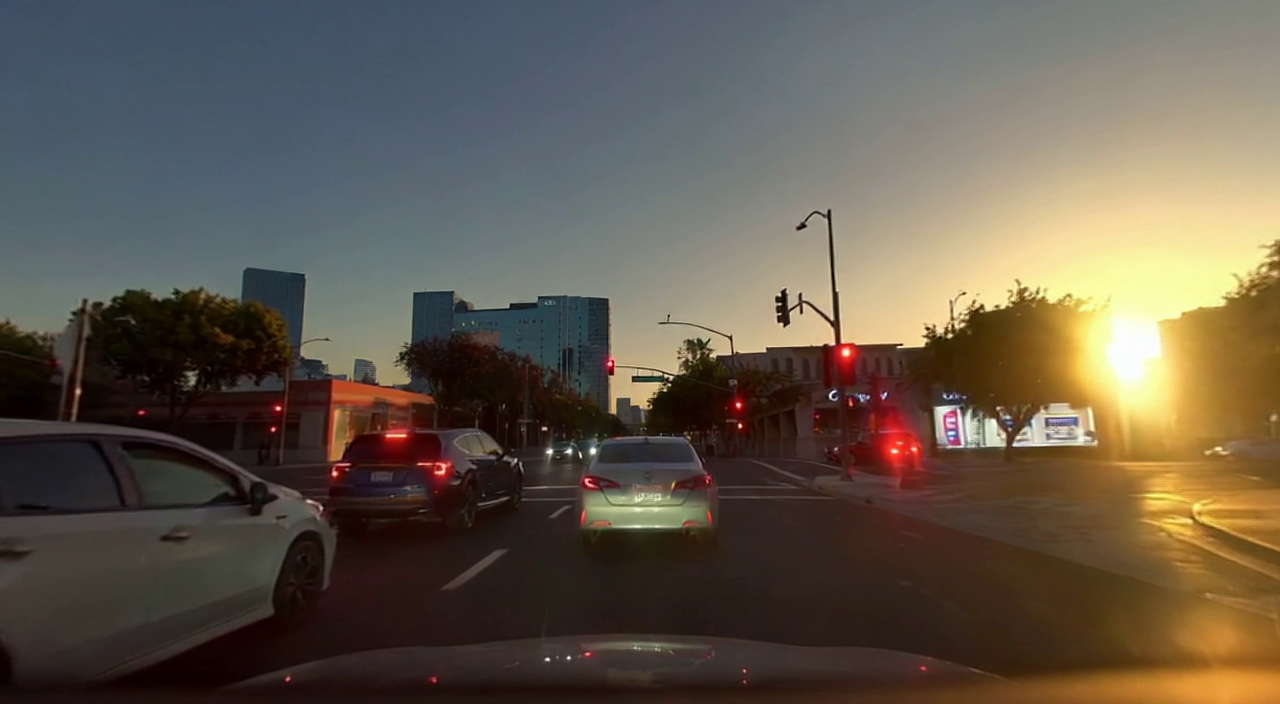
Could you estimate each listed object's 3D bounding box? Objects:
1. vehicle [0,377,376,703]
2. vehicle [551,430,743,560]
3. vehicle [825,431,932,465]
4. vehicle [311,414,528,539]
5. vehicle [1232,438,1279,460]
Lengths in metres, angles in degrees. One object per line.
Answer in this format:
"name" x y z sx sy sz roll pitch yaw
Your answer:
"vehicle" -3.328 0.994 3.197 2.029 1.517 4.375 0 -8 1
"vehicle" 0.166 1.972 9.461 2.258 1.507 3.896 -1 -8 3
"vehicle" 12.959 5.248 34.525 5.032 1.762 1.982 0 -8 0
"vehicle" -3.440 2.042 10.891 2.009 1.704 4.230 -1 -8 3
"vehicle" 43.608 6.633 42.965 4.582 1.442 1.860 0 -8 -2
